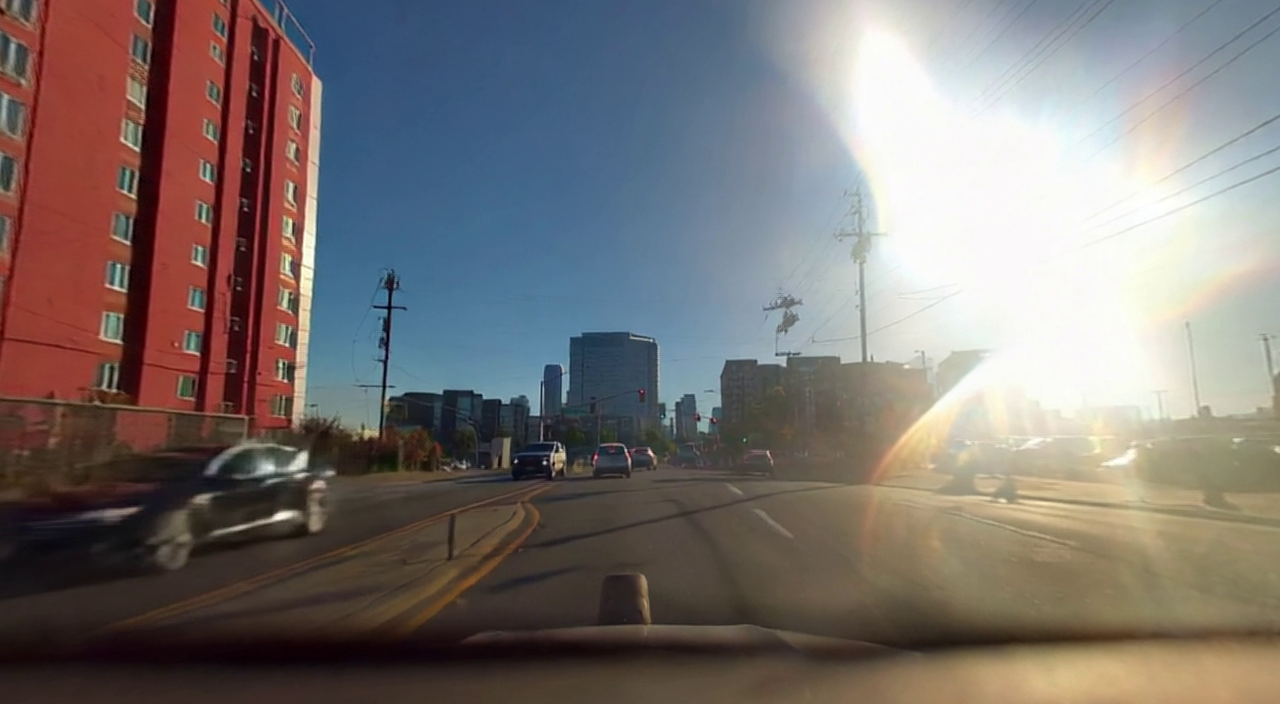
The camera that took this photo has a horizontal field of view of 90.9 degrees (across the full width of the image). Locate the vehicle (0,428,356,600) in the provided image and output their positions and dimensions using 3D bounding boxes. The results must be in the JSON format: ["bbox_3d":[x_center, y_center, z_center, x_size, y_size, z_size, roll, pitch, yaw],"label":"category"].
[{"bbox_3d":[-5.564,1.738,7.805,1.973,1.502,4.275,-1,-8,2],"label":"vehicle"}]

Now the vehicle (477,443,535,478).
[{"bbox_3d":[-7.522,6.155,35.893,2.123,1.831,4.304,-1,-9,3],"label":"vehicle"}]

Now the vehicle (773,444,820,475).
[{"bbox_3d":[9.596,6.619,39.036,1.952,1.749,4.311,-1,-8,3],"label":"vehicle"}]

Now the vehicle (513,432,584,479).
[{"bbox_3d":[-4.690,5.464,33.440,2.515,2.248,5.821,-1,-9,4],"label":"vehicle"}]

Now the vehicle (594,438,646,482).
[{"bbox_3d":[-0.867,4.830,28.687,2.160,1.786,4.702,0,-8,-1],"label":"vehicle"}]
